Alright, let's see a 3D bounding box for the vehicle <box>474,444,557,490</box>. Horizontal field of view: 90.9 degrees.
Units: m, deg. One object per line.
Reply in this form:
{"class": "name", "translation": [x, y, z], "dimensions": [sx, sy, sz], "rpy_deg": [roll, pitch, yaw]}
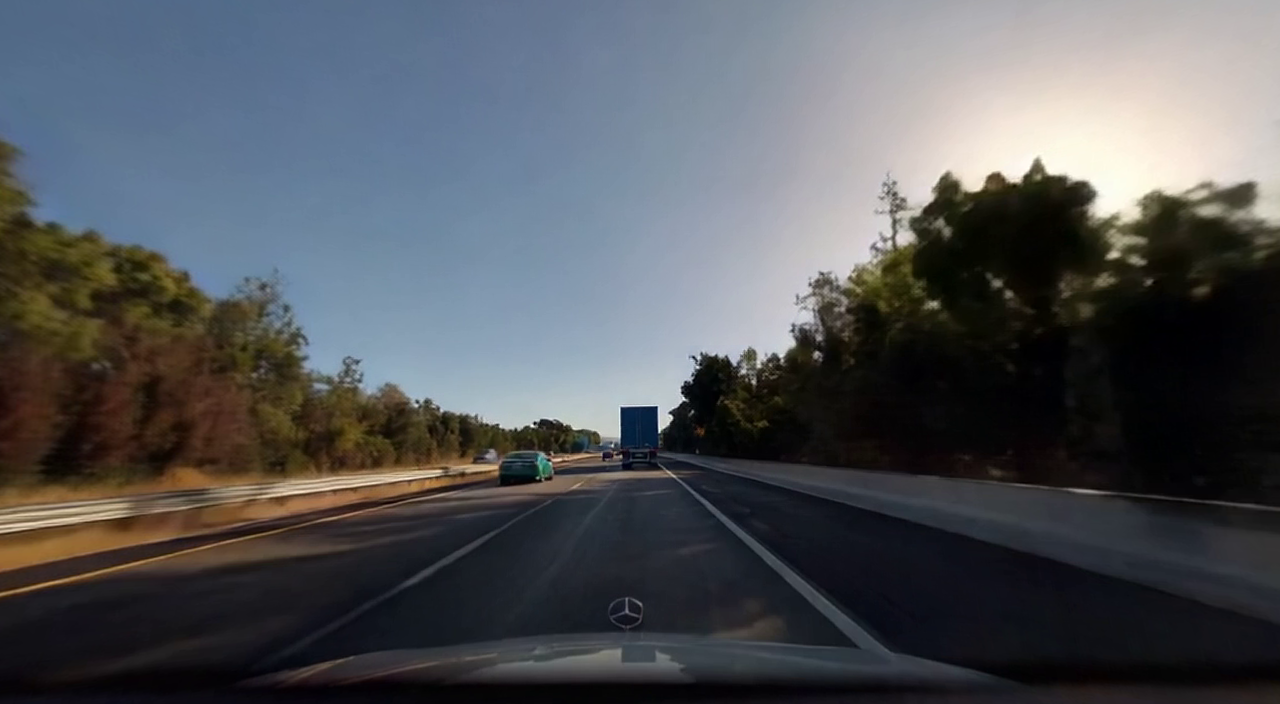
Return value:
{"class": "vehicle", "translation": [-4.455, 4.188, 23.373], "dimensions": [2.051, 1.538, 4.569], "rpy_deg": [0, -9, 1]}

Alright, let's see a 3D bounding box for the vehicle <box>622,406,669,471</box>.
{"class": "vehicle", "translation": [0.387, 6.092, 44.001], "dimensions": [2.899, 3.966, 10.053], "rpy_deg": [0, -9, 1]}

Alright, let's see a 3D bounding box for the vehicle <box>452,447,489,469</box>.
{"class": "vehicle", "translation": [-13.321, 8.344, 49.809], "dimensions": [1.828, 1.576, 4.143], "rpy_deg": [0, -9, -1]}
